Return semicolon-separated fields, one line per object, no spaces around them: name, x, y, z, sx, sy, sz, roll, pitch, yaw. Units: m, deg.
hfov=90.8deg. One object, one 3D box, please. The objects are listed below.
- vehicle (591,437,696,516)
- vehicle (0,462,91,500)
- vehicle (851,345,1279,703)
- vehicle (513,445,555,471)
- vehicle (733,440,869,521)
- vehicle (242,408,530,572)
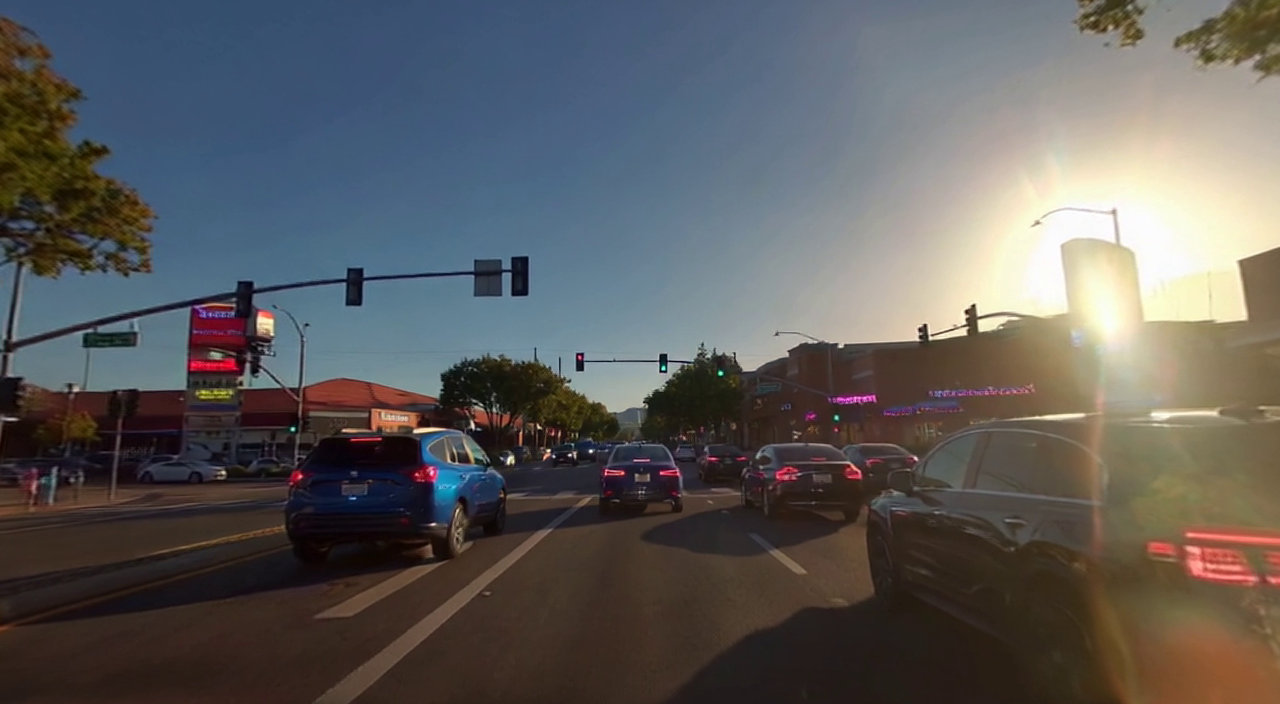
vehicle;0.048;2.841;14.898;2.154;1.577;3.723;0;-9;-1
vehicle;-27.195;5.642;27.773;4.098;1.497;1.934;4;-9;-24
vehicle;3.187;1.117;4.178;2.075;1.661;4.401;0;-9;1
vehicle;-7.834;7.874;47.143;2.293;1.777;4.497;0;-9;0
vehicle;3.363;2.752;14.087;1.865;1.496;4.170;0;-9;-1
vehicle;-3.291;1.920;9.564;2.257;1.823;4.777;-1;-9;1
